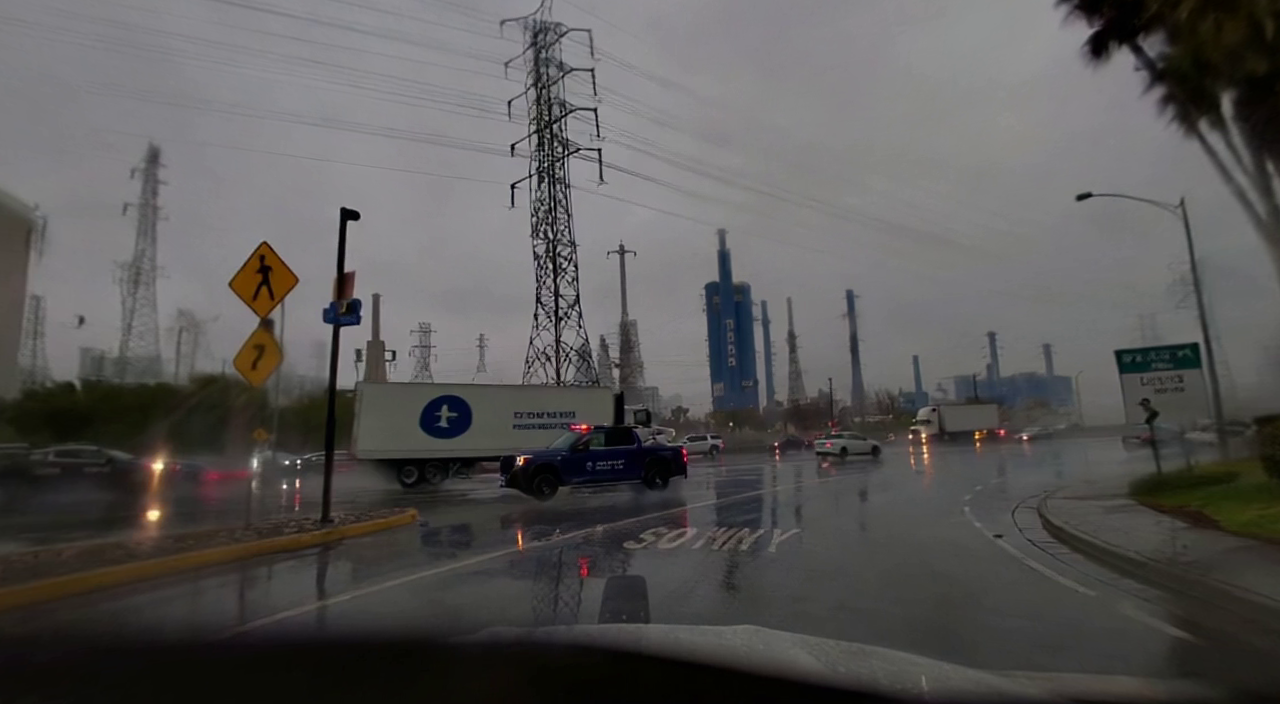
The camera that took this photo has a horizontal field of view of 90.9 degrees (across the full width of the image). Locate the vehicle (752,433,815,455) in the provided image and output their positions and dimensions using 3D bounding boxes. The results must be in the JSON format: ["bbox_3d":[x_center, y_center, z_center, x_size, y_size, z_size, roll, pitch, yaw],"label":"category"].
[{"bbox_3d":[11.010,7.053,48.395,4.532,1.567,1.847,4,-10,-26],"label":"vehicle"}]

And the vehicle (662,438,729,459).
[{"bbox_3d":[3.945,6.806,44.489,4.419,1.451,1.792,4,-11,-28],"label":"vehicle"}]

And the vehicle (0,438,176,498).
[{"bbox_3d":[-20.388,4.064,22.361,5.866,1.950,2.266,4,-9,-24],"label":"vehicle"}]

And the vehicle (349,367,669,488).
[{"bbox_3d":[-4.675,2.975,24.279,11.567,3.933,2.903,4,-9,-26],"label":"vehicle"}]

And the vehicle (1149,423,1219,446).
[{"bbox_3d":[38.744,5.898,44.905,4.543,1.586,1.983,4,-9,-25],"label":"vehicle"}]

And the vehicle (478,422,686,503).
[{"bbox_3d":[-1.456,2.902,16.916,5.132,1.848,2.101,6,-10,-34],"label":"vehicle"}]

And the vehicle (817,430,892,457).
[{"bbox_3d":[13.448,5.750,39.466,4.234,1.589,1.923,4,-10,-26],"label":"vehicle"}]
